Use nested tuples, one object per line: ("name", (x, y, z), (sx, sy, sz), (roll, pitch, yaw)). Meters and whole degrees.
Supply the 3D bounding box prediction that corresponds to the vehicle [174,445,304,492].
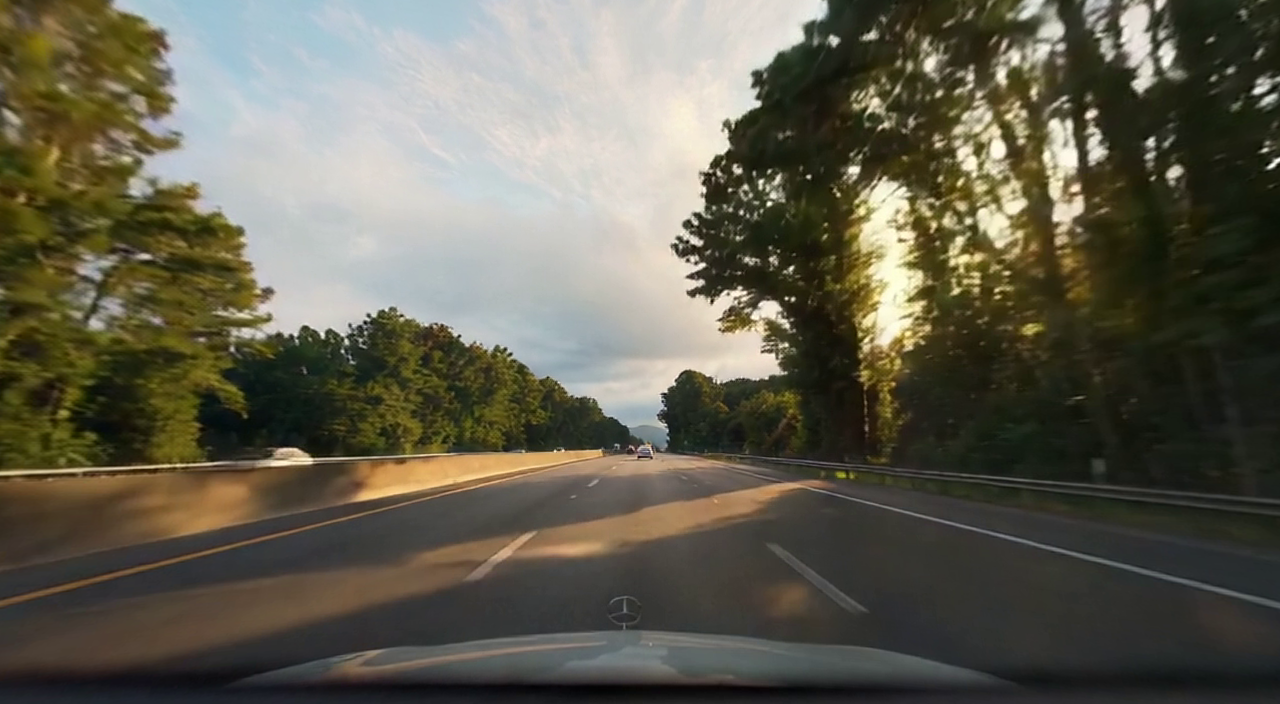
("vehicle", (-15.352, 4.455, 24.468), (2.083, 1.635, 4.412), (0, -9, 0))
